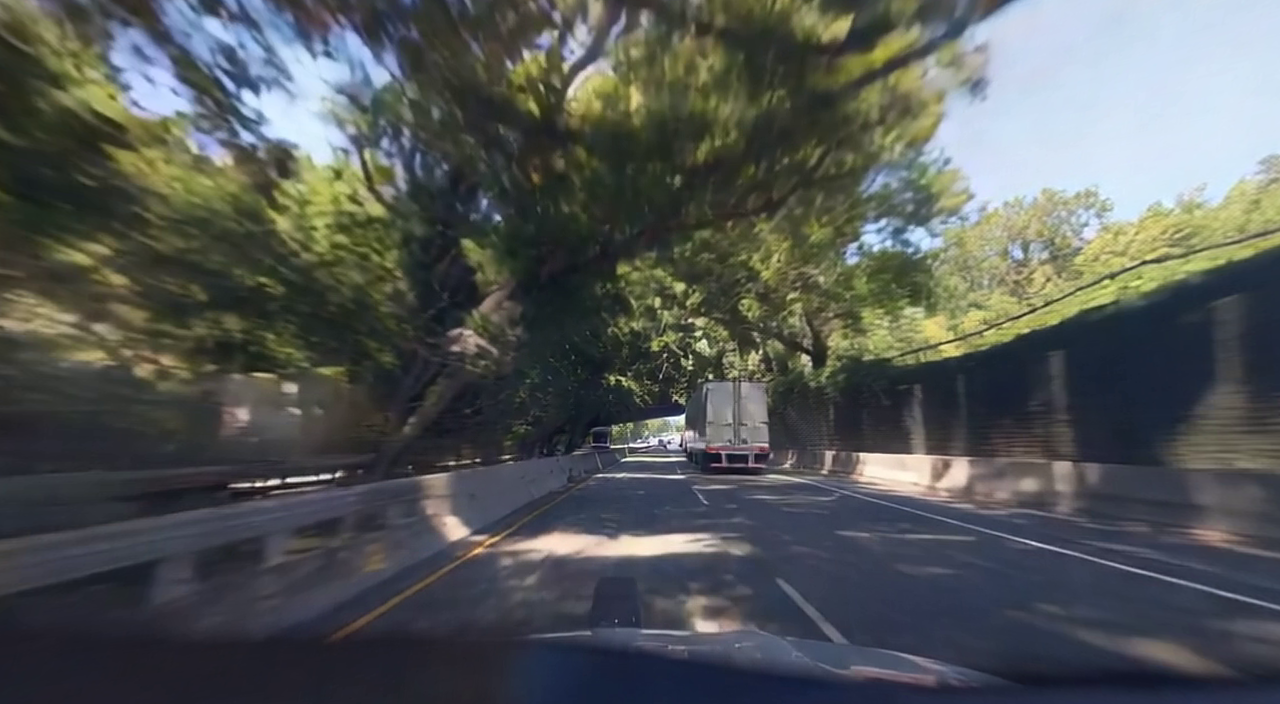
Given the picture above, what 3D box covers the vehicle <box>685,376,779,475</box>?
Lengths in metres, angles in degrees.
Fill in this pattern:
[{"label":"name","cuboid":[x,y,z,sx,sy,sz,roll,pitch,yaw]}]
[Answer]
[{"label":"vehicle","cuboid":[4.244,3.951,32.593,2.917,3.995,13.574,-1,-8,1]}]
